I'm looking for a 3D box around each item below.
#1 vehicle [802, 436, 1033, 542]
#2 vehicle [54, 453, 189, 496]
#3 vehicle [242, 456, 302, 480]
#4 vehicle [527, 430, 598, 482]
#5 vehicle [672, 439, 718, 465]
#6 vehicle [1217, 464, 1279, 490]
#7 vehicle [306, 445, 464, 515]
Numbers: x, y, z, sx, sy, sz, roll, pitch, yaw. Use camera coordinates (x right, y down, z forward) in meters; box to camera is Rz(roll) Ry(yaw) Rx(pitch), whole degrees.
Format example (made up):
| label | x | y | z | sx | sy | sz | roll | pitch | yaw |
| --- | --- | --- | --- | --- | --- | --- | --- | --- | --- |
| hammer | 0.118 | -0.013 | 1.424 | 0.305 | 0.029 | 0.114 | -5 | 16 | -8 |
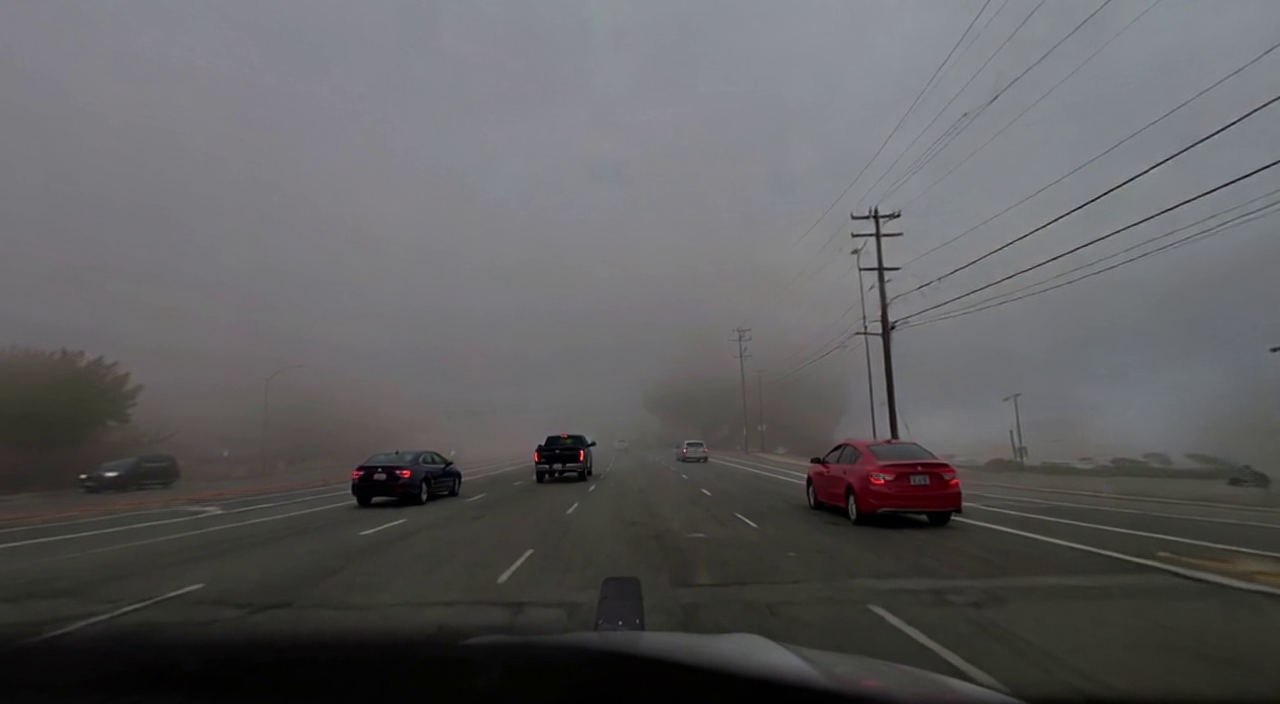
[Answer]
| label | x | y | z | sx | sy | sz | roll | pitch | yaw |
| --- | --- | --- | --- | --- | --- | --- | --- | --- | --- |
| vehicle | 4.413 | 2.226 | 11.024 | 1.840 | 1.428 | 4.602 | 0 | -9 | -2 |
| vehicle | -28.071 | 6.606 | 34.586 | 2.218 | 2.034 | 6.104 | 0 | -9 | 0 |
| vehicle | -28.809 | 9.091 | 49.611 | 1.911 | 1.701 | 4.473 | 0 | -8 | 1 |
| vehicle | -3.211 | 4.495 | 27.682 | 2.467 | 1.991 | 6.089 | 0 | -9 | -1 |
| vehicle | 3.213 | 6.001 | 37.893 | 2.071 | 1.435 | 4.226 | 0 | -9 | -4 |
| vehicle | 36.609 | 7.317 | 37.077 | 3.635 | 1.401 | 1.691 | -2 | -10 | 3 |
| vehicle | -6.223 | 3.161 | 16.186 | 2.035 | 1.497 | 4.723 | 0 | -9 | 1 |
